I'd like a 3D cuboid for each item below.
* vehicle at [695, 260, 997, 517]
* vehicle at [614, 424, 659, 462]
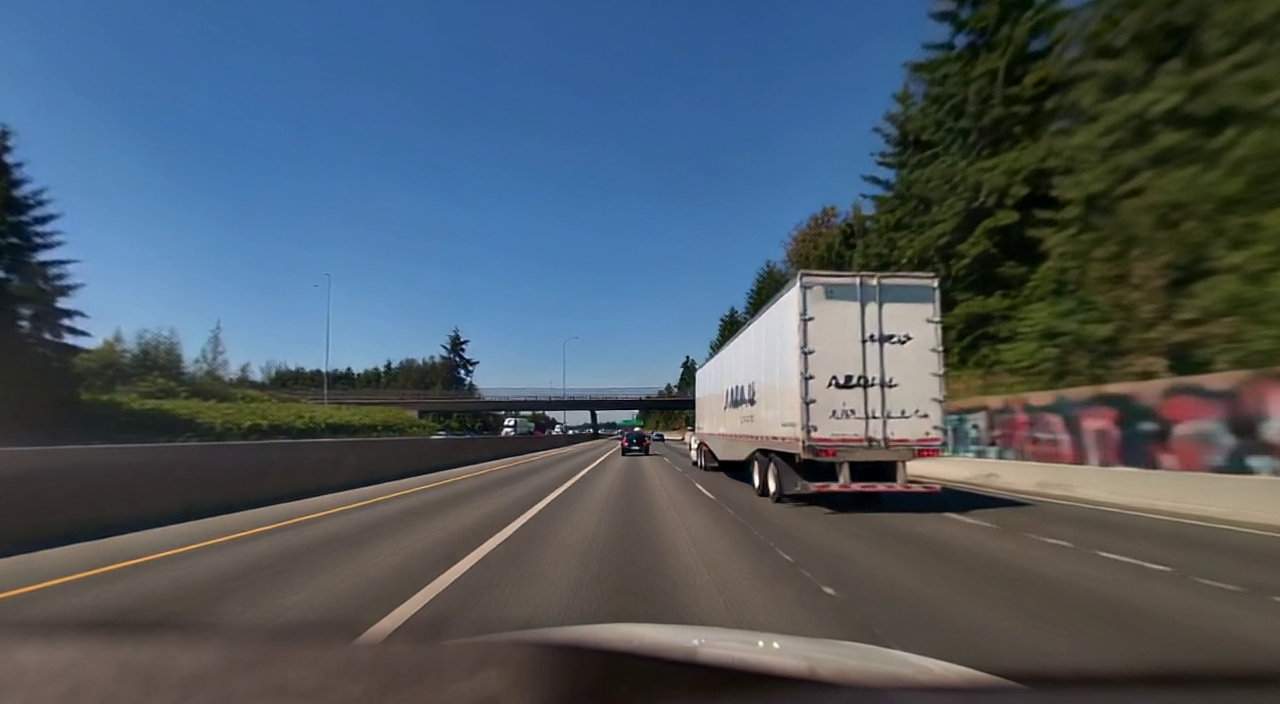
[{"bbox_3d":[3.787,1.458,16.861,2.987,4.021,14.105,0,-8,-2],"label":"vehicle"},{"bbox_3d":[-0.236,4.943,34.453,2.277,1.913,4.510,0,-8,-1],"label":"vehicle"}]
